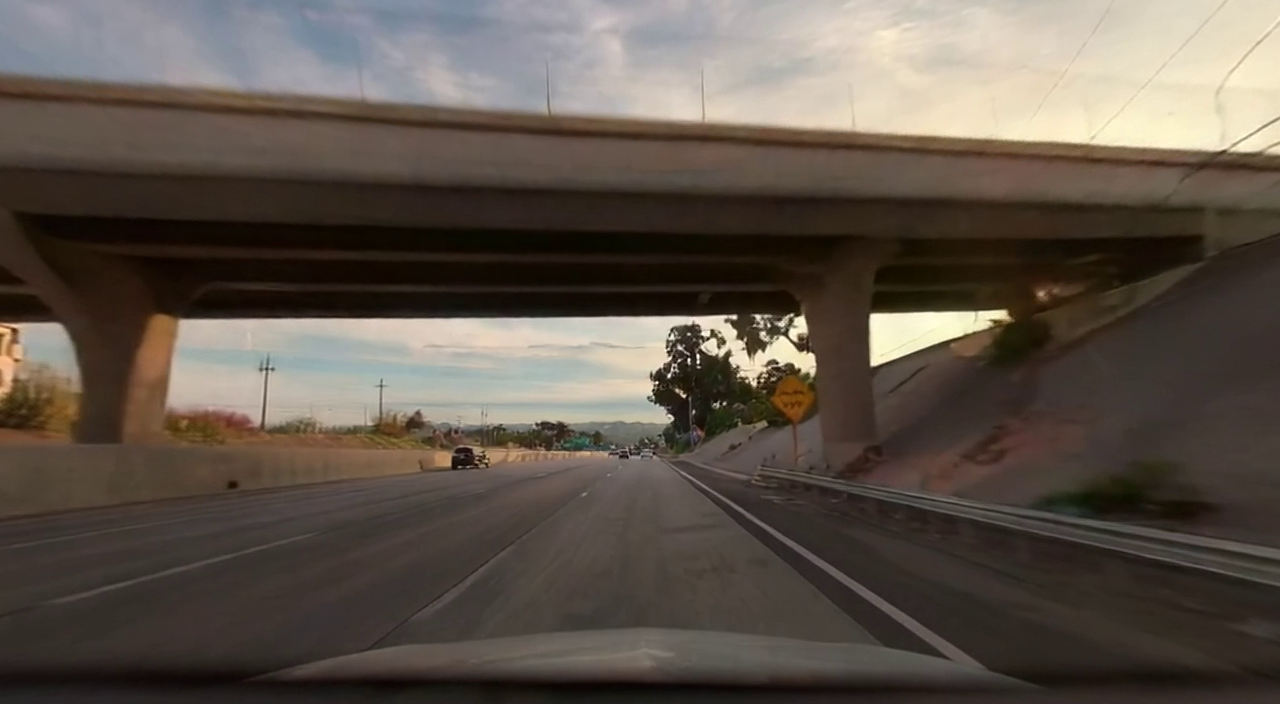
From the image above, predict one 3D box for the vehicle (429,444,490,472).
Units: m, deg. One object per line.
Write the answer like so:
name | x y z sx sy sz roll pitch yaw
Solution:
vehicle | -10.143 5.980 35.844 2.056 1.476 4.562 0 -8 1
